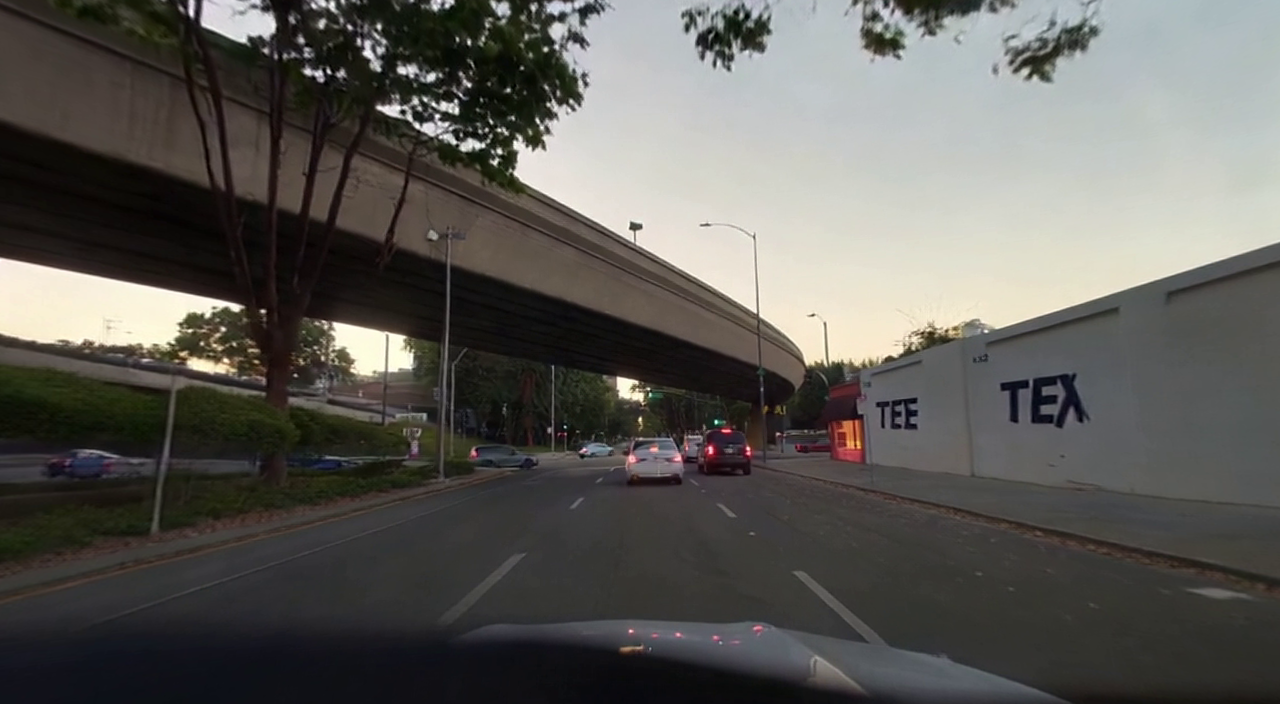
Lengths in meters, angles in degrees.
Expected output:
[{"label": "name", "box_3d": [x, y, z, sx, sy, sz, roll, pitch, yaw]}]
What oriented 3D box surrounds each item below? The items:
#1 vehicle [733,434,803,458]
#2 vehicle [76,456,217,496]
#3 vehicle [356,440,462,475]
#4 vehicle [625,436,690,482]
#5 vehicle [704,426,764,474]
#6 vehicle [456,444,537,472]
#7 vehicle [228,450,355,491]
[{"label": "vehicle", "box_3d": [9.532, 7.014, 47.163, 4.698, 1.736, 1.945, 2, -9, -14]}, {"label": "vehicle", "box_3d": [-21.021, 5.239, 27.053, 1.873, 1.462, 4.283, -5, -10, 30]}, {"label": "vehicle", "box_3d": [-13.725, 6.282, 37.845, 2.322, 1.916, 5.640, -6, -10, 32]}, {"label": "vehicle", "box_3d": [0.573, 3.788, 22.653, 2.101, 1.467, 4.210, 0, -8, 0]}, {"label": "vehicle", "box_3d": [4.222, 4.488, 29.019, 2.080, 1.999, 4.379, 0, -8, 0]}, {"label": "vehicle", "box_3d": [-8.413, 6.222, 37.192, 1.860, 1.543, 4.302, -8, -11, 43]}, {"label": "vehicle", "box_3d": [-15.413, 5.207, 28.146, 1.832, 1.611, 4.546, -6, -10, 32]}]
